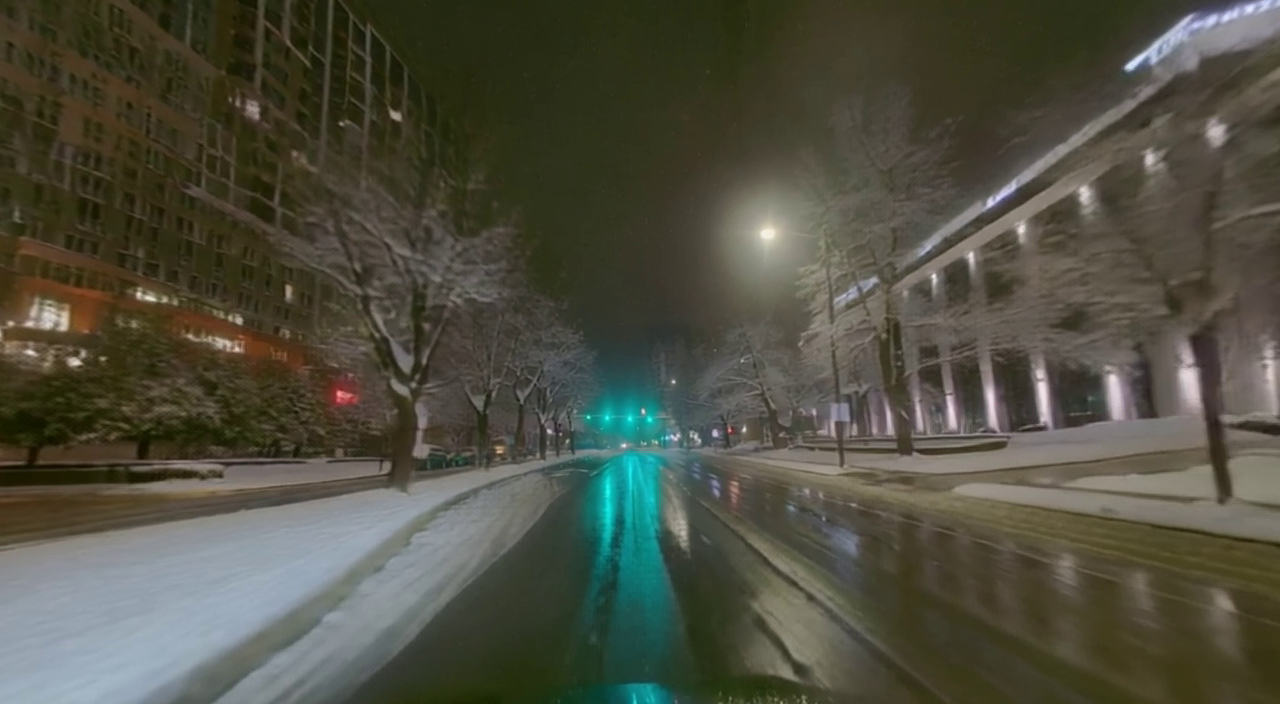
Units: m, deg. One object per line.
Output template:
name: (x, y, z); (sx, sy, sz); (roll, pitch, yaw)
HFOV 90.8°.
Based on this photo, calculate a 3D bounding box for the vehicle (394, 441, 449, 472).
vehicle: (-16.008, 7.721, 46.638); (2.246, 2.081, 5.416); (-1, -9, -1)
